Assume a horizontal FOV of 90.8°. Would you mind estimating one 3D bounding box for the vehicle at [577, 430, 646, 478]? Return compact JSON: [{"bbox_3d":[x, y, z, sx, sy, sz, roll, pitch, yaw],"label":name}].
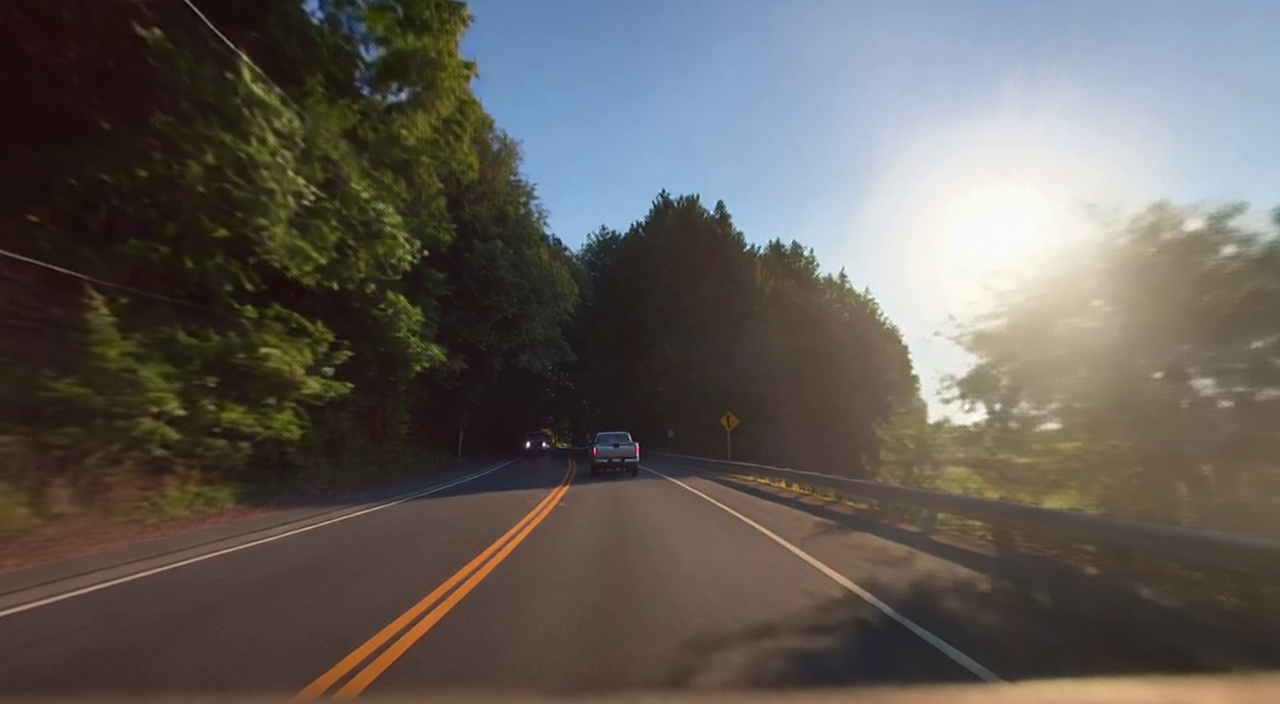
[{"bbox_3d":[-1.268,4.298,26.858,2.631,1.798,5.331,0,-8,-4],"label":"vehicle"}]
